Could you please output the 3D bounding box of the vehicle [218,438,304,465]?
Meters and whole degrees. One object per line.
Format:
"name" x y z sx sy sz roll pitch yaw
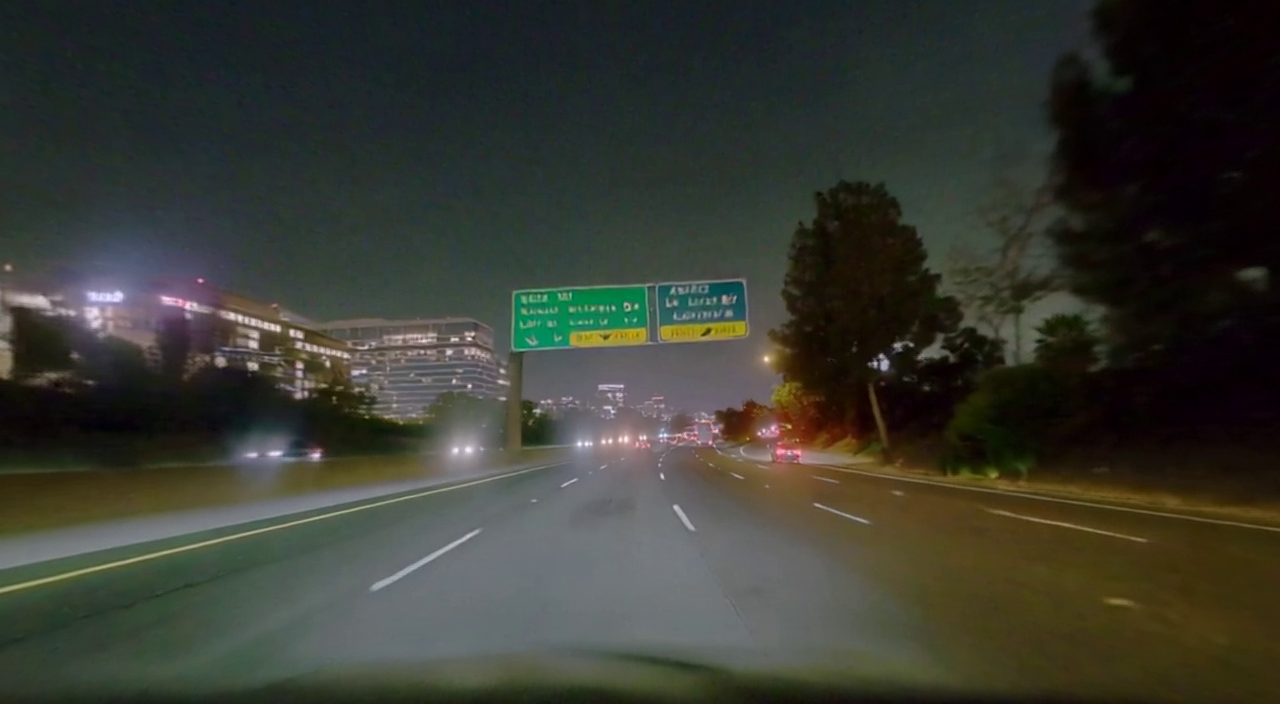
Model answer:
"vehicle" -22.595 5.955 37.934 2.039 1.484 4.959 0 -8 2
